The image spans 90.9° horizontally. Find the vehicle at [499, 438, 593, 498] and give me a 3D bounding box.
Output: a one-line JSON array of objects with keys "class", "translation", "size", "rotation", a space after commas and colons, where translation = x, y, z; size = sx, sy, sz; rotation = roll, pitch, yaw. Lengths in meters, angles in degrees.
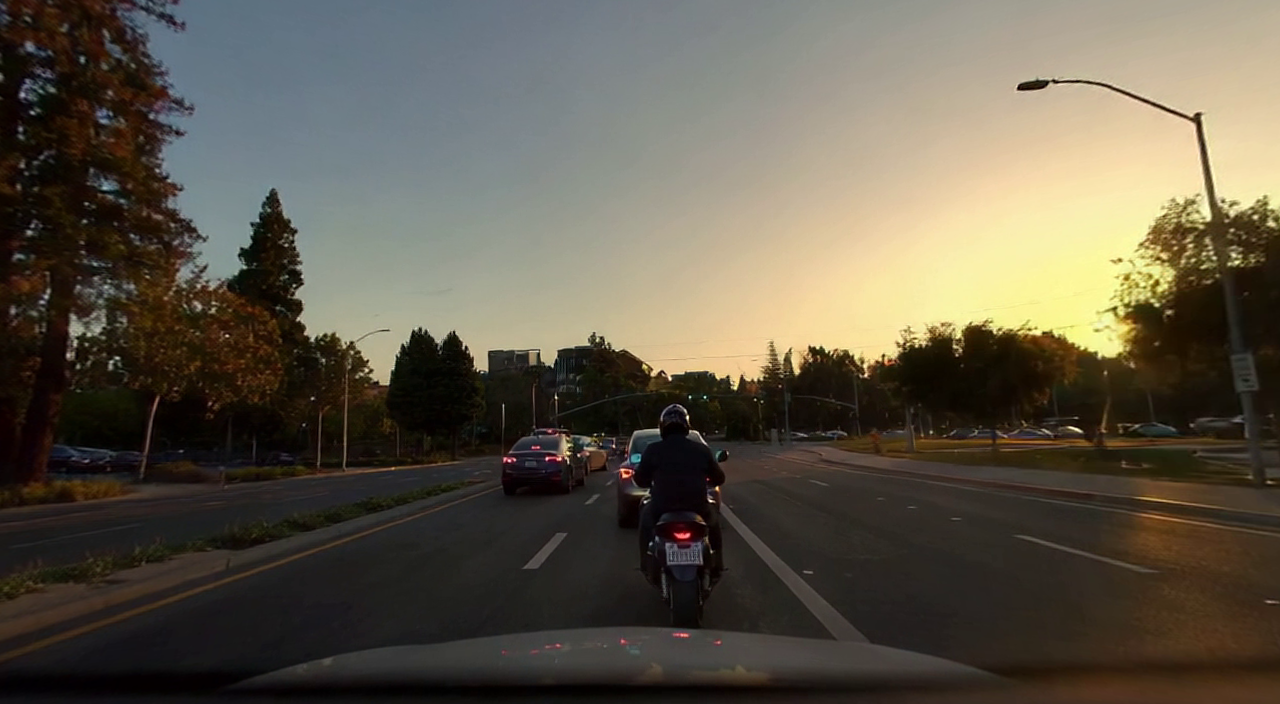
[{"class": "vehicle", "translation": [-2.554, 3.243, 18.062], "size": [1.979, 1.499, 3.840], "rotation": [-1, -8, 2]}]

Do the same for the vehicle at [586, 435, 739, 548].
[{"class": "vehicle", "translation": [0.324, 2.166, 10.636], "size": [2.009, 1.450, 4.608], "rotation": [-1, -8, 1]}]
